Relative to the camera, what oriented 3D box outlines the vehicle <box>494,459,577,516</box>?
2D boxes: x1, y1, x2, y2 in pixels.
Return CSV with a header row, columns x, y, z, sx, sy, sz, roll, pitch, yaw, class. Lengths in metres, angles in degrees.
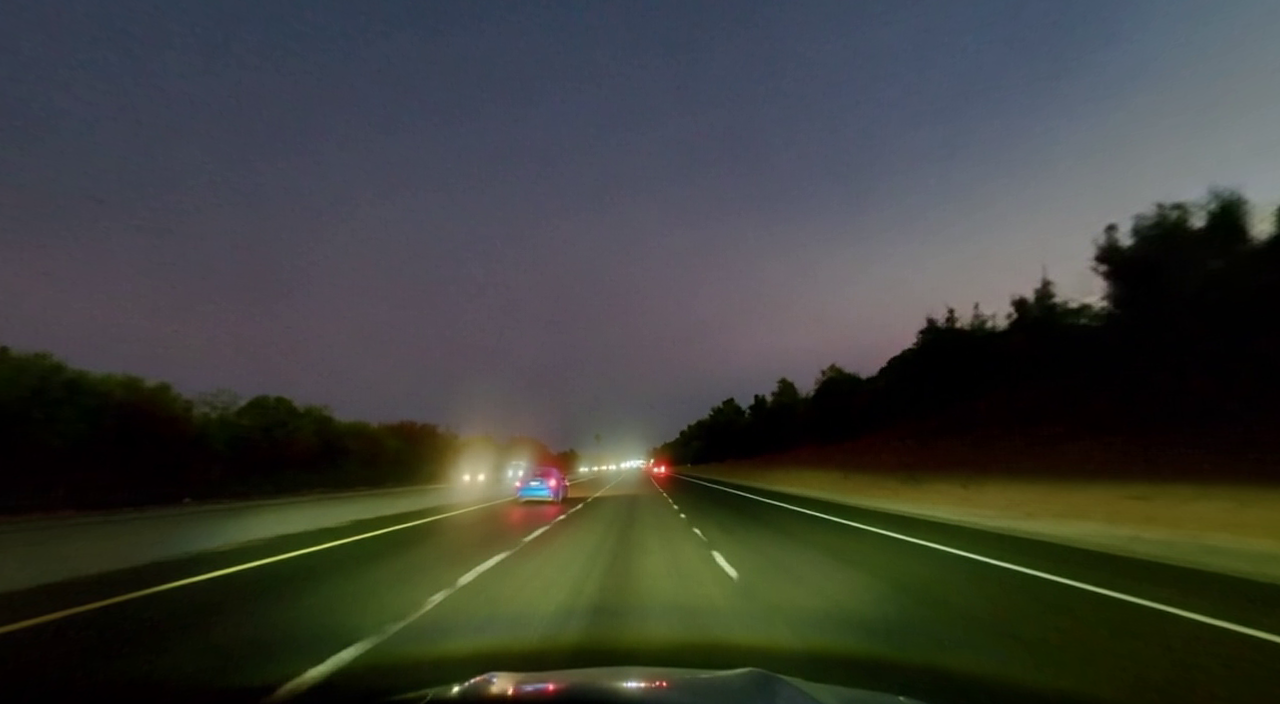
x,y,z,sx,sy,sz,roll,pitch,yaw,class
-3.121,4.154,19.652,1.797,1.532,4.072,1,-10,1,vehicle
